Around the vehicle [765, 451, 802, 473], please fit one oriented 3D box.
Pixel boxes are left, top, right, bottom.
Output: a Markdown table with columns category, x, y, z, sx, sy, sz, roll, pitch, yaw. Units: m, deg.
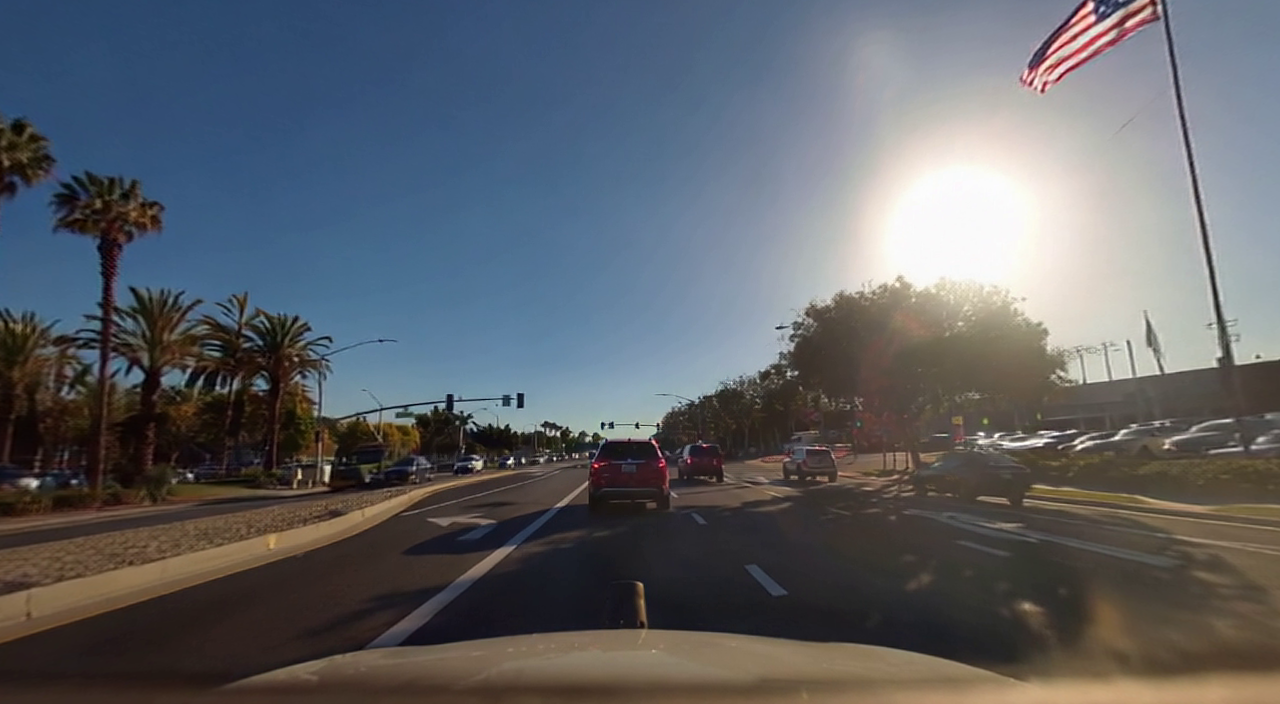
| category | x | y | z | sx | sy | sz | roll | pitch | yaw |
| --- | --- | --- | --- | --- | --- | --- | --- | --- | --- |
| vehicle | 10.262 | 7.895 | 45.517 | 1.855 | 1.495 | 4.143 | -1 | -9 | 3 |

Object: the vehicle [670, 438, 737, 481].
| category | x | y | z | sx | sy | sz | roll | pitch | yaw |
| --- | --- | --- | --- | --- | --- | --- | --- | --- | --- |
| vehicle | 3.183 | 5.590 | 33.271 | 2.773 | 2.021 | 6.212 | 0 | -9 | -1 |

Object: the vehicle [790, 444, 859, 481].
| category | x | y | z | sx | sy | sz | roll | pitch | yaw |
| --- | --- | --- | --- | --- | --- | --- | --- | --- | --- |
| vehicle | 9.802 | 5.877 | 33.932 | 2.155 | 1.779 | 4.582 | 0 | -9 | -2 |

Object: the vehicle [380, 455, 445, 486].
| category | x | y | z | sx | sy | sz | roll | pitch | yaw |
| --- | --- | --- | --- | --- | --- | --- | --- | --- | --- |
| vehicle | -12.211 | 6.371 | 34.200 | 1.965 | 1.475 | 4.209 | 0 | -9 | 0 |

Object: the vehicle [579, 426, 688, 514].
| category | x | y | z | sx | sy | sz | roll | pitch | yaw |
| --- | --- | --- | --- | --- | --- | --- | --- | --- | --- |
| vehicle | -0.188 | 2.962 | 16.389 | 2.402 | 1.938 | 4.535 | 0 | -9 | -1 |

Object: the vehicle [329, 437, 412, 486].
| category | x | y | z | sx | sy | sz | roll | pitch | yaw |
| --- | --- | --- | --- | --- | --- | --- | --- | --- | --- |
| vehicle | -19.036 | 7.755 | 45.130 | 2.901 | 3.039 | 7.160 | -3 | -9 | -1 |

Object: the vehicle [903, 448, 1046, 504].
| category | x | y | z | sx | sy | sz | roll | pitch | yaw |
| --- | --- | --- | --- | --- | --- | --- | --- | --- | --- |
| vehicle | 9.918 | 3.669 | 19.184 | 1.967 | 1.485 | 4.267 | 0 | -9 | -1 |
